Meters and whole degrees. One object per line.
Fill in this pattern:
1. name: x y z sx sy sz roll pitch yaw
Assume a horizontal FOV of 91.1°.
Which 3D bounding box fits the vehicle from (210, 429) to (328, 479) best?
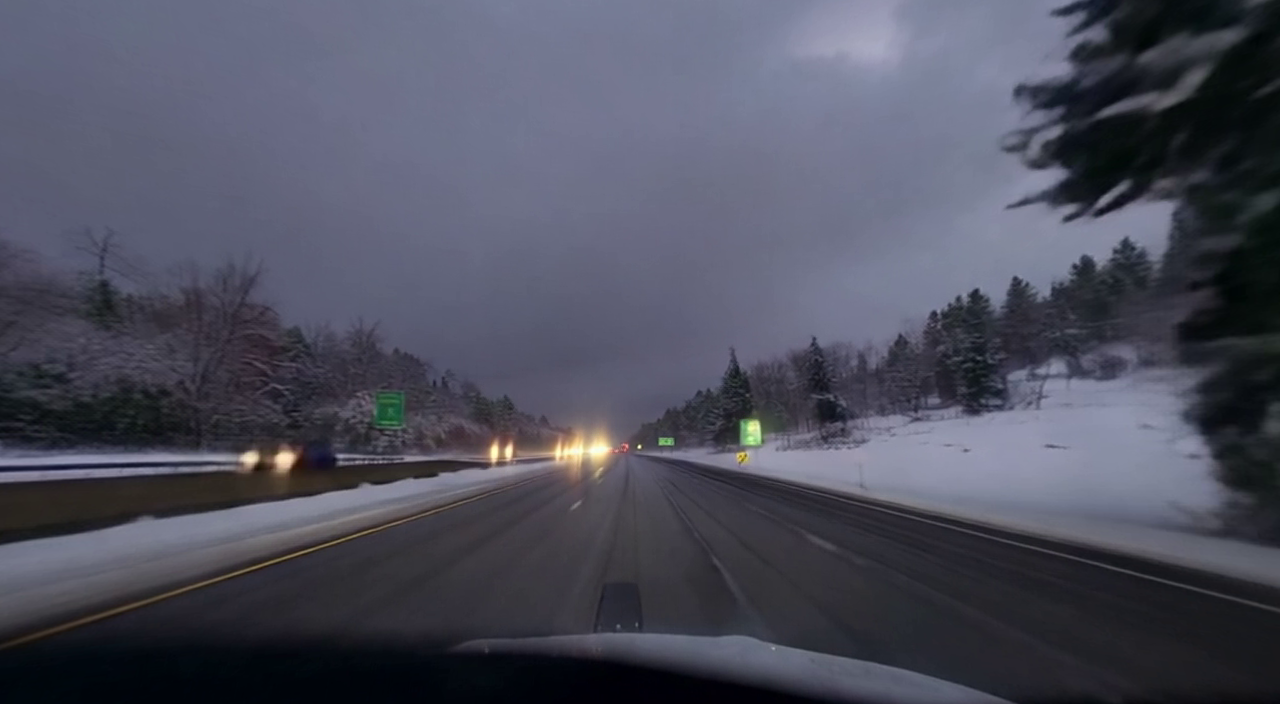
1. vehicle: -16.236 4.501 27.917 2.214 1.966 4.920 -1 -9 0
